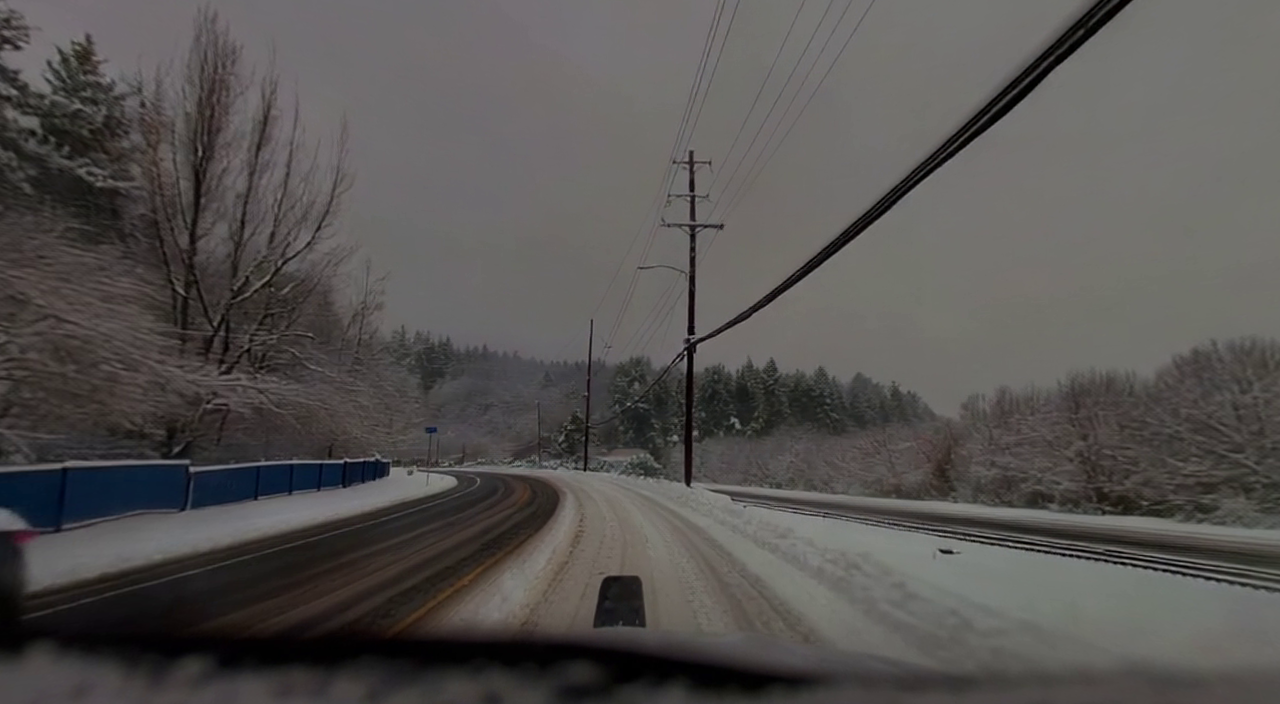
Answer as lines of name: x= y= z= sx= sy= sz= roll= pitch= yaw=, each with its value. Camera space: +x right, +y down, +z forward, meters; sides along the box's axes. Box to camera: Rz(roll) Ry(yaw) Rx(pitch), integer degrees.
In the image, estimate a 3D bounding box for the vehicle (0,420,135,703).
vehicle: x=-4.081 y=0.847 z=1.477 sx=2.034 sy=1.479 sz=4.521 roll=0 pitch=-9 yaw=0
